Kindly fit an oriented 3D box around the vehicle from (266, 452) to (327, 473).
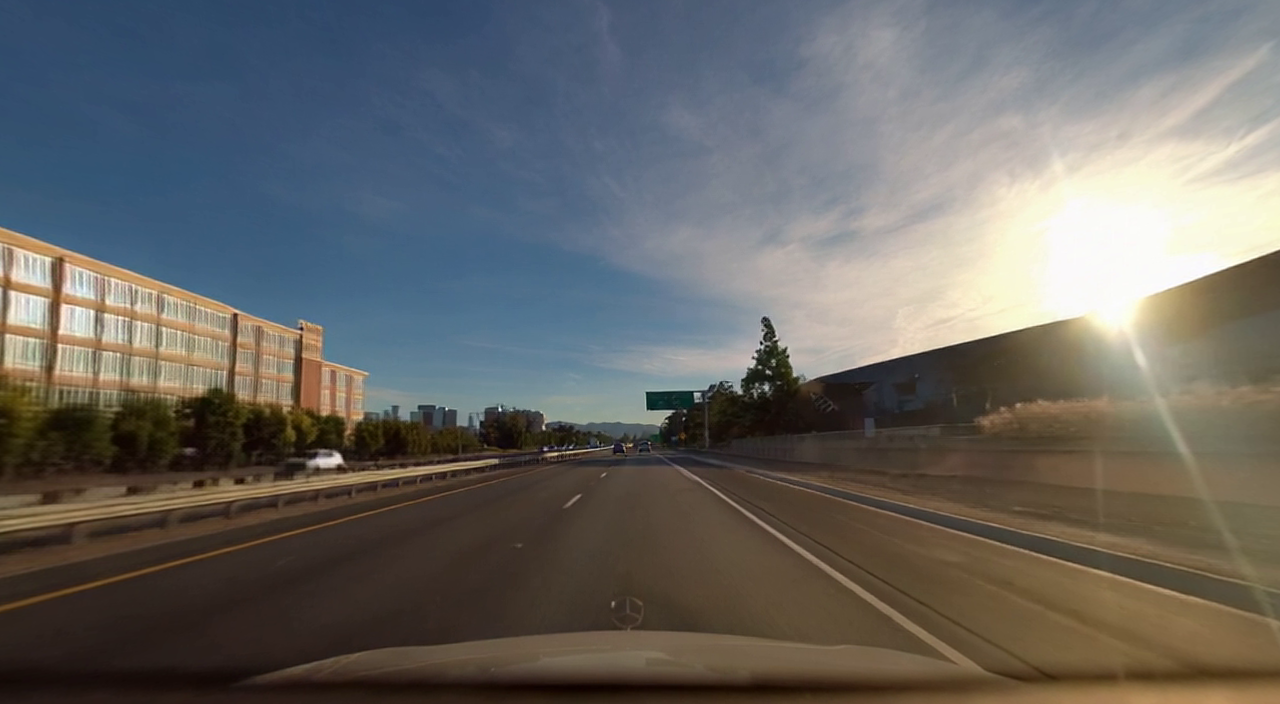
[{"bbox_3d":[-25.379,8.165,46.779,1.945,1.456,4.502,0,-8,0],"label":"vehicle"}]
